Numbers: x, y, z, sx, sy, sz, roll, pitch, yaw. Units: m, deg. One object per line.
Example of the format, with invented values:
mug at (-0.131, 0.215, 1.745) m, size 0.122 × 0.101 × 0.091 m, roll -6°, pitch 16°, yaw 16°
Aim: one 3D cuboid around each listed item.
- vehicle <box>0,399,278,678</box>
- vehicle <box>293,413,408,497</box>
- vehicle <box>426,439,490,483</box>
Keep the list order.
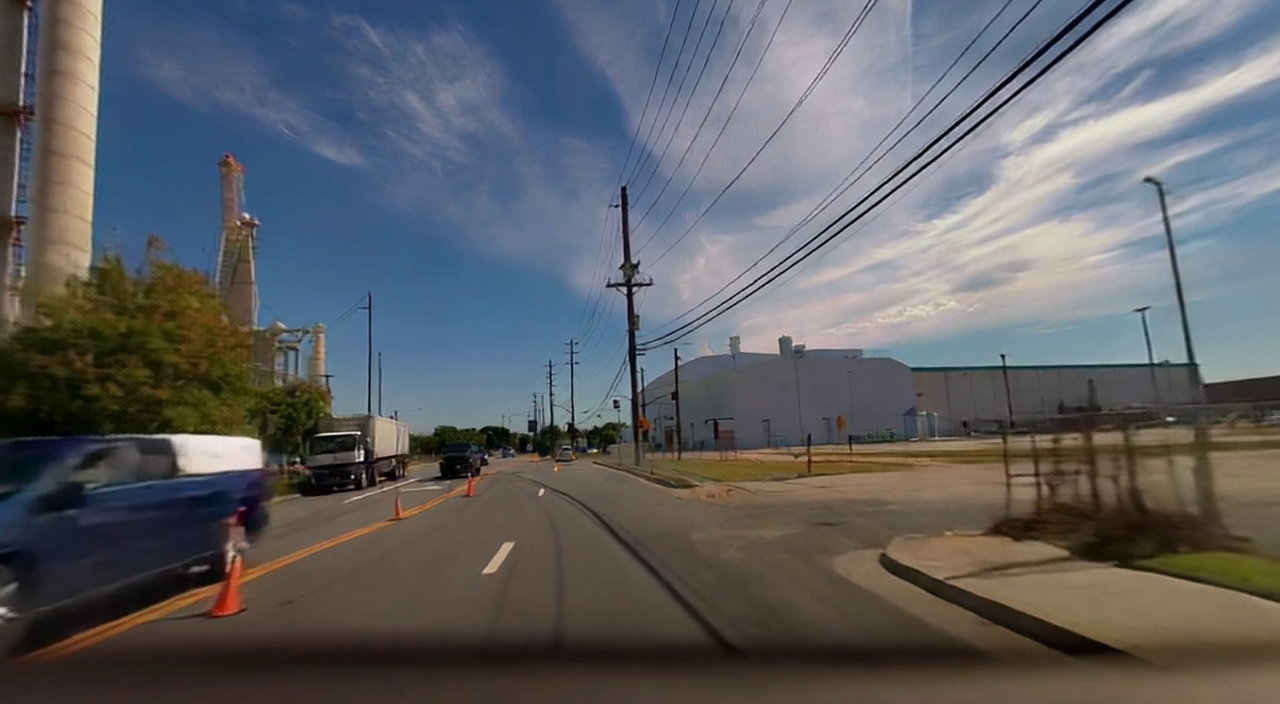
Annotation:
vehicle at (-5.206, 1.350, 5.053) m, size 2.079 × 1.770 × 4.684 m, roll 0°, pitch -9°, yaw -4°
vehicle at (-12.438, 4.509, 27.975) m, size 2.905 × 3.133 × 7.675 m, roll 2°, pitch -9°, yaw -12°
vehicle at (-8.264, 4.978, 29.231) m, size 2.282 × 1.809 × 5.297 m, roll 1°, pitch -9°, yaw -10°
